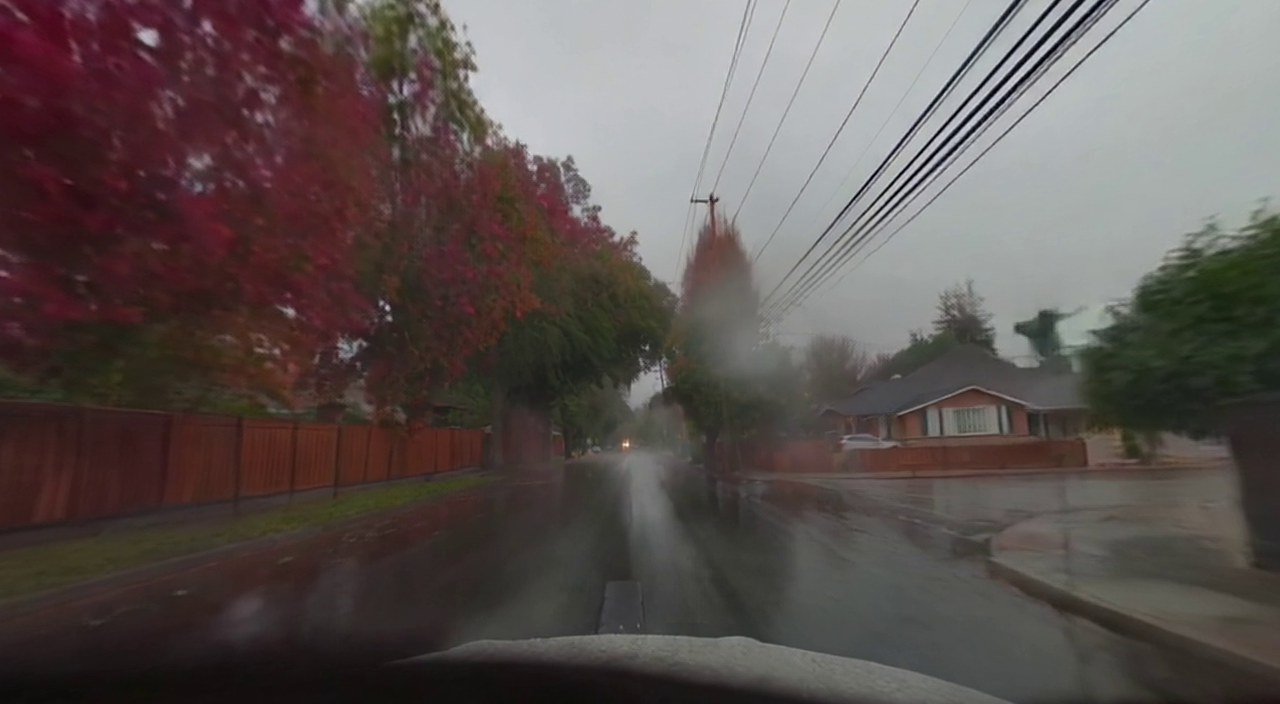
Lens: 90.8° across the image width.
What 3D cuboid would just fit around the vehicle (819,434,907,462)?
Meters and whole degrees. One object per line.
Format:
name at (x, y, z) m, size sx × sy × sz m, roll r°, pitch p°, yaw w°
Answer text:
vehicle at (12.374, 5.358, 35.351) m, size 4.286 × 1.525 × 2.219 m, roll -1°, pitch -9°, yaw 10°
